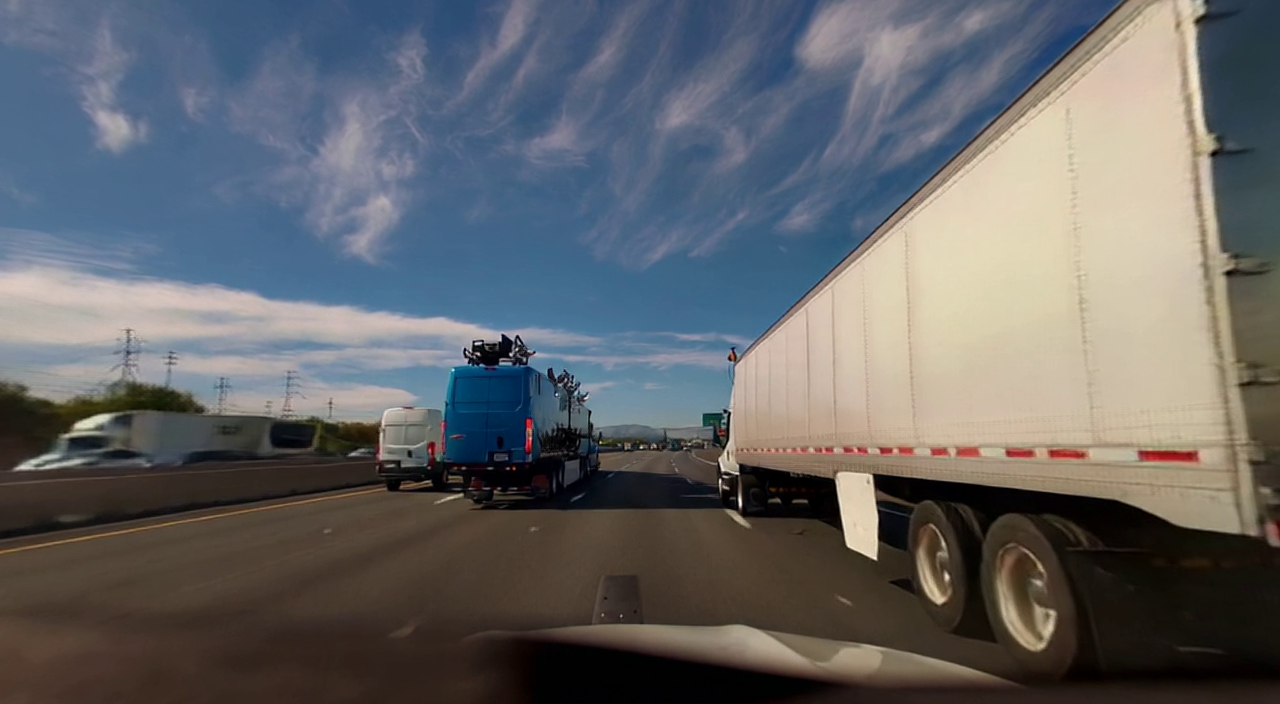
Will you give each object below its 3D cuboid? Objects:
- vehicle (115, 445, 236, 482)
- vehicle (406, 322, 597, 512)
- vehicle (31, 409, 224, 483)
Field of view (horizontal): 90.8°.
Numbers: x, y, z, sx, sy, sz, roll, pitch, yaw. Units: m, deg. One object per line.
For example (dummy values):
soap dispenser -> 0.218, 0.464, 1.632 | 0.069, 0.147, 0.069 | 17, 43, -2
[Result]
vehicle -> -27.314, 6.548, 37.554 | 2.465, 2.000, 6.296 | 0, -9, 0
vehicle -> -3.547, 2.630, 21.917 | 2.939, 4.132, 16.303 | -1, -9, 0
vehicle -> -30.713, 5.789, 38.826 | 2.999, 3.908, 10.302 | 0, -9, 1
